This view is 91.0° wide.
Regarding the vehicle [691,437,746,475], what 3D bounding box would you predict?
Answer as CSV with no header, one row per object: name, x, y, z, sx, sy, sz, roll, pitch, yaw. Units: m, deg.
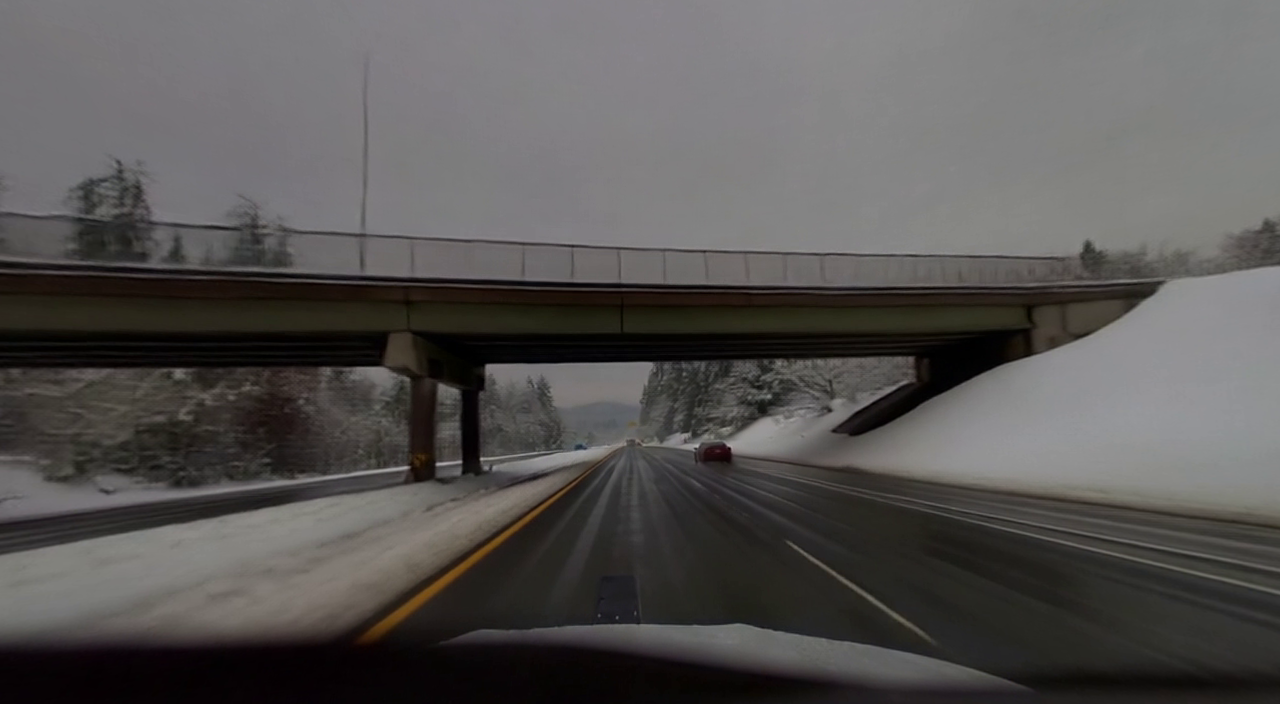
vehicle,3.276,4.397,26.914,1.781,1.470,3.540,0,-8,-2
